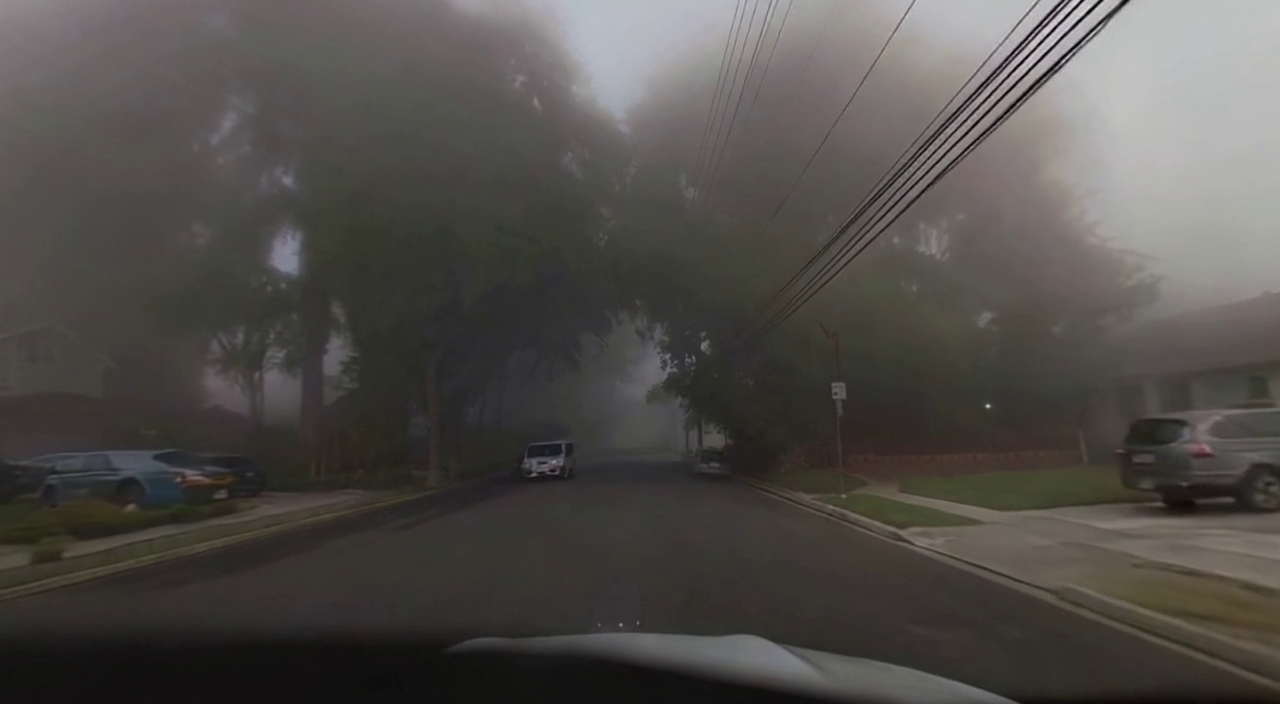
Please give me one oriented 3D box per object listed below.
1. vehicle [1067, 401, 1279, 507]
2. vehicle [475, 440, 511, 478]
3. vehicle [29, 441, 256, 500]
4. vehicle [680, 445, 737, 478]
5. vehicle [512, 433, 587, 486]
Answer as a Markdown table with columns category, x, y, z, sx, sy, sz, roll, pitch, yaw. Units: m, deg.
| category | x | y | z | sx | sy | sz | roll | pitch | yaw |
| --- | --- | --- | --- | --- | --- | --- | --- | --- | --- |
| vehicle | 10.945 | 1.872 | 11.739 | 4.602 | 1.799 | 1.859 | 0 | -8 | -1 |
| vehicle | -10.913 | 7.922 | 47.308 | 1.961 | 2.498 | 8.179 | -1 | -8 | -9 |
| vehicle | -13.302 | 3.176 | 17.136 | 4.443 | 1.475 | 1.932 | 0 | -9 | -2 |
| vehicle | 3.208 | 5.233 | 30.578 | 1.944 | 1.439 | 4.500 | 1 | -9 | -4 |
| vehicle | -3.367 | 4.081 | 24.340 | 2.032 | 1.836 | 4.520 | 0 | -9 | 2 |
